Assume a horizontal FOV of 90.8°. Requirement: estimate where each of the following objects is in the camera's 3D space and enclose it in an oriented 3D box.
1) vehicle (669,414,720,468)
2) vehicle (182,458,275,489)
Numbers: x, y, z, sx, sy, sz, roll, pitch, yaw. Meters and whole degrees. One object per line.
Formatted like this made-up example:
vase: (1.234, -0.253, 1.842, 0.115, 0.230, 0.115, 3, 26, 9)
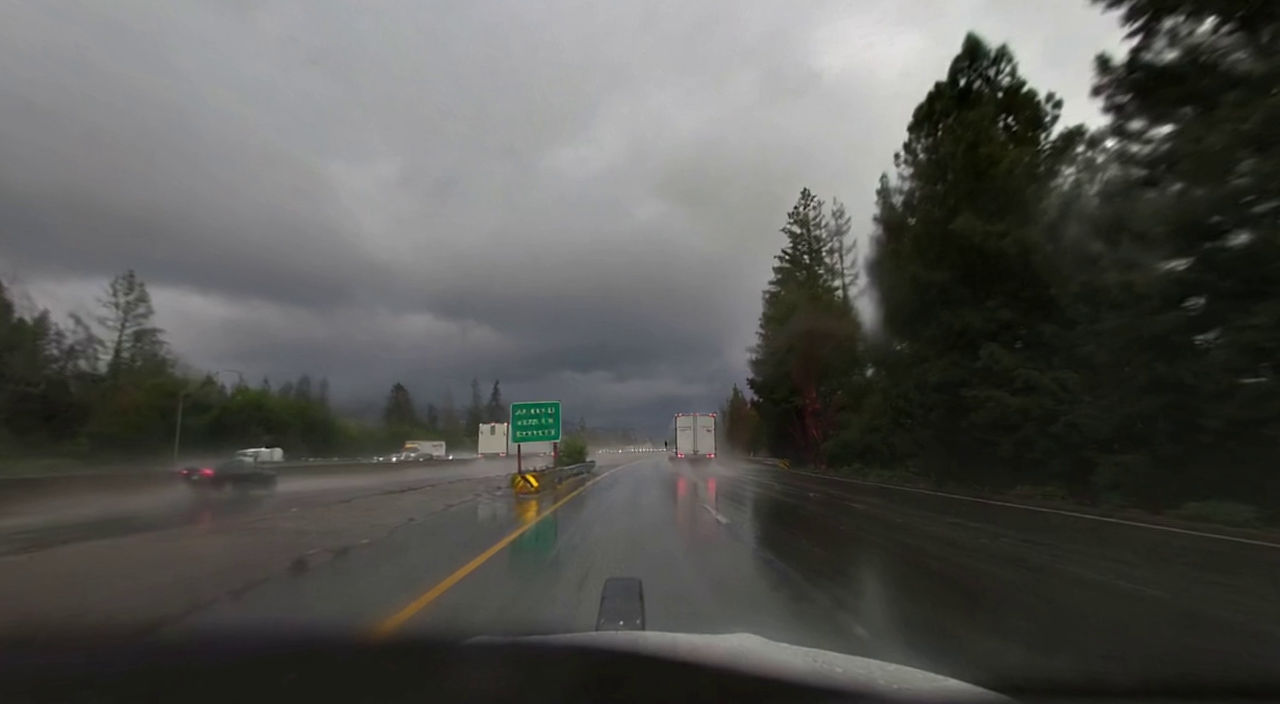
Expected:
vehicle: (4.015, 7.100, 49.474, 2.928, 3.595, 13.975, 0, -9, 1)
vehicle: (-21.195, 6.239, 32.703, 1.833, 1.438, 4.011, -1, -9, 5)
